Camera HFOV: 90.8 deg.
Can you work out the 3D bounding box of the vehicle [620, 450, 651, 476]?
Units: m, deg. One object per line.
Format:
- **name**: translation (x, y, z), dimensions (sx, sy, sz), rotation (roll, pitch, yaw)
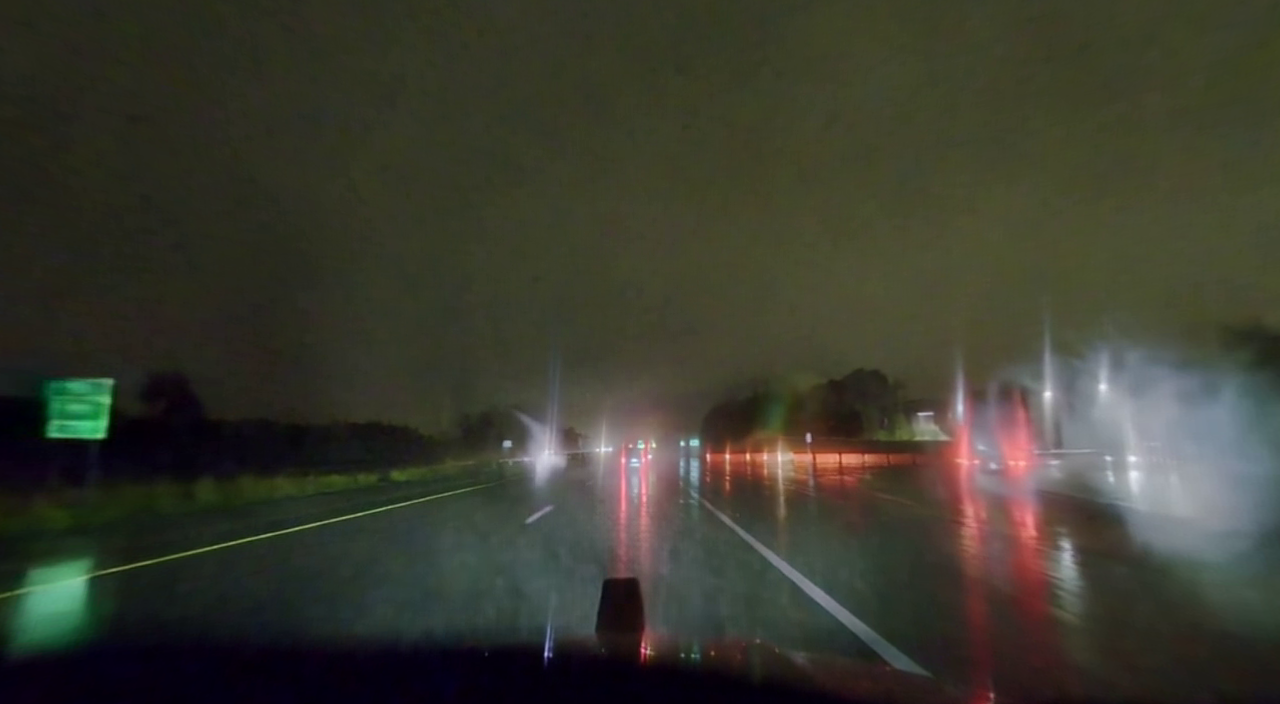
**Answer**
- **vehicle**: translation (-0.233, 6.576, 37.676), dimensions (1.695, 1.437, 3.506), rotation (0, -9, 2)
